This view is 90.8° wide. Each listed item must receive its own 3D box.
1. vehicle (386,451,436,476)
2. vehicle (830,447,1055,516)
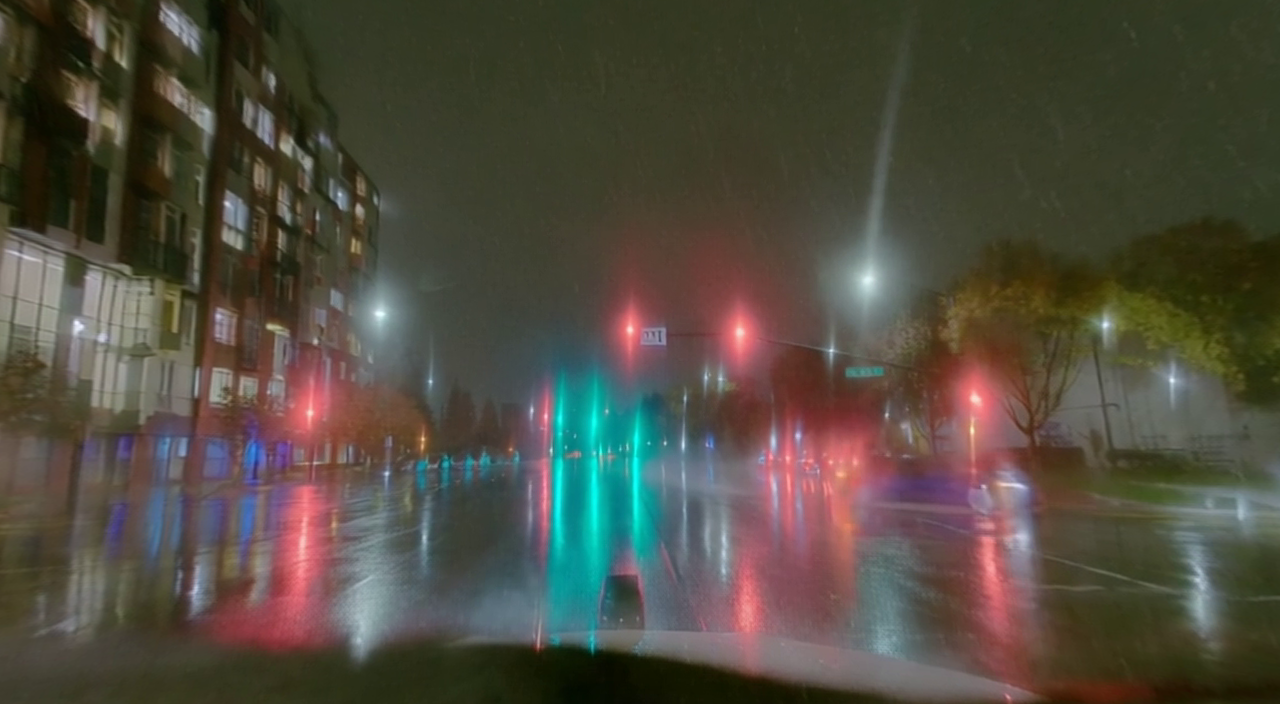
[{"bbox_3d":[-16.579,8.064,45.891,2.075,1.708,4.335,0,-9,-1],"label":"vehicle"},{"bbox_3d":[7.472,3.161,15.979,4.683,1.460,1.933,-8,-12,43],"label":"vehicle"}]
